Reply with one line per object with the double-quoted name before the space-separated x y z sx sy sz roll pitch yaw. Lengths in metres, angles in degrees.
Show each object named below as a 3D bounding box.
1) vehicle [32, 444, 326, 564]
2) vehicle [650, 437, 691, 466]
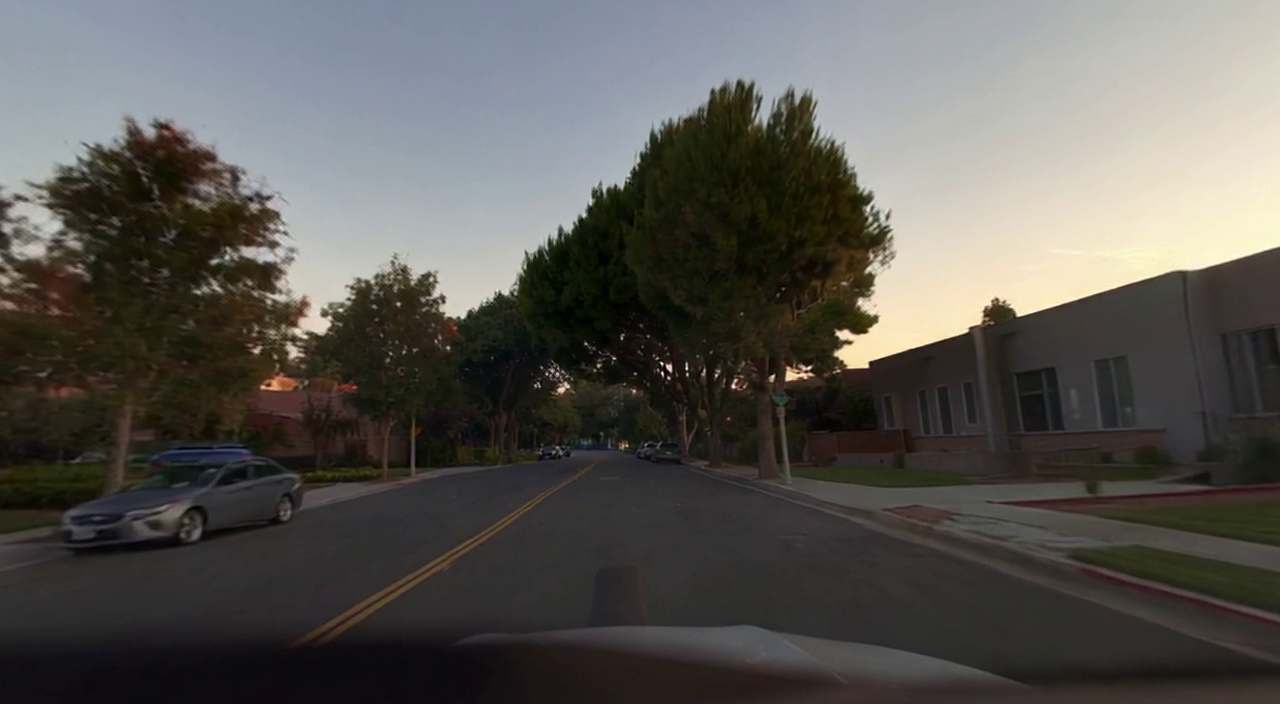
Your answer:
"vehicle" -7.513 2.441 11.031 1.928 1.537 4.439 -2 -8 -2
"vehicle" 2.031 6.911 43.961 2.248 1.821 5.021 0 -9 -4
